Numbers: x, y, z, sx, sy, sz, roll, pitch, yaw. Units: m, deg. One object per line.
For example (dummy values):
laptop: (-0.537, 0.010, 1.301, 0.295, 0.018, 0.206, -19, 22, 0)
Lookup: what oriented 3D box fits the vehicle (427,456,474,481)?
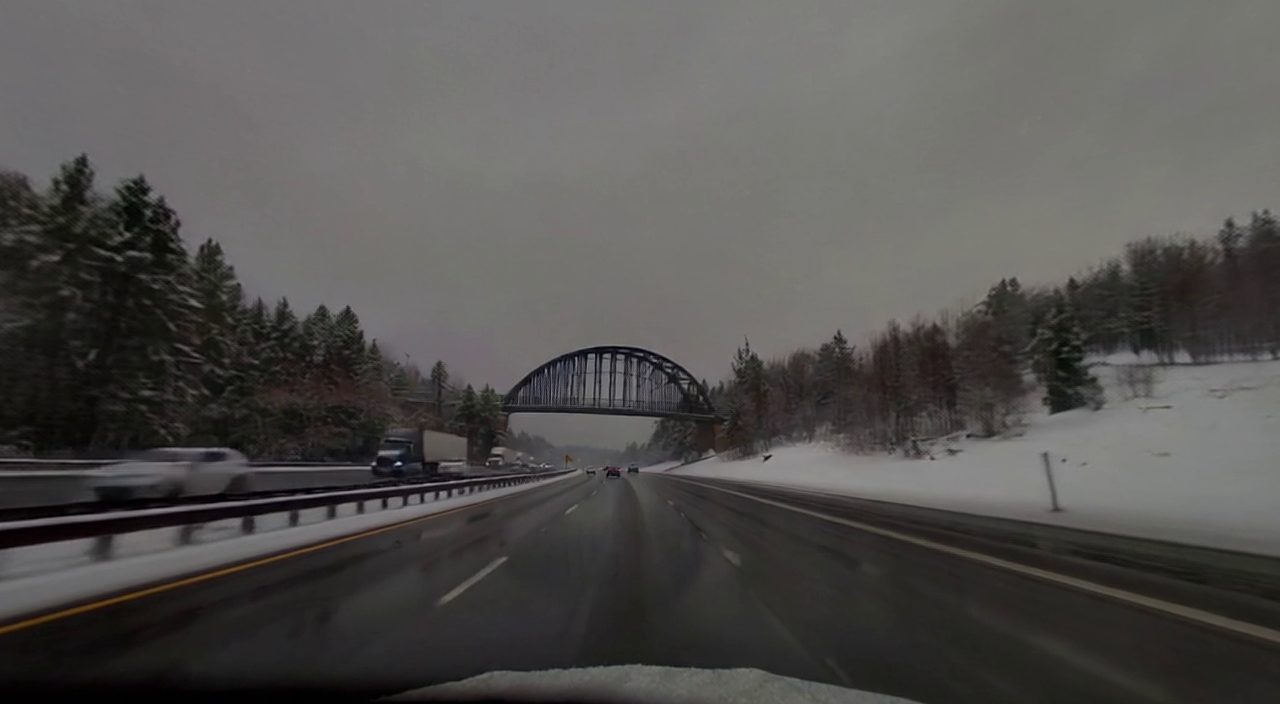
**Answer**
vehicle: (-12.696, 7.849, 42.505, 1.875, 1.516, 4.293, 1, -10, 0)
